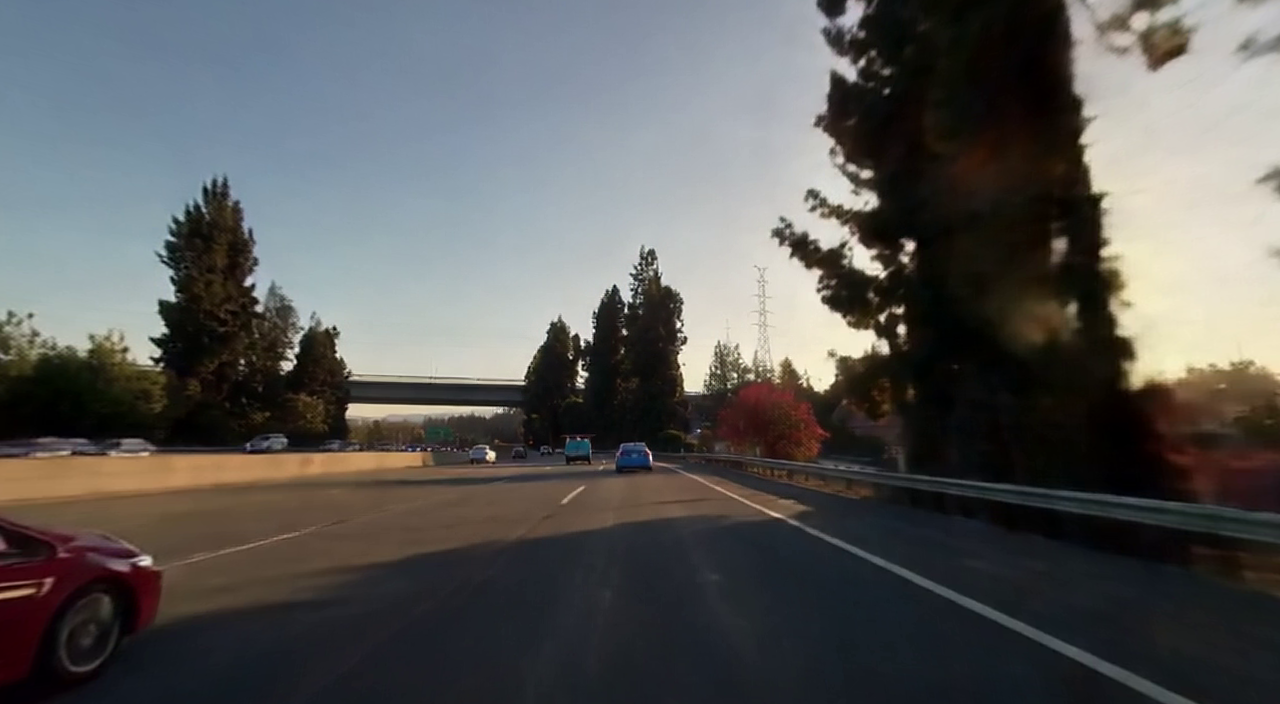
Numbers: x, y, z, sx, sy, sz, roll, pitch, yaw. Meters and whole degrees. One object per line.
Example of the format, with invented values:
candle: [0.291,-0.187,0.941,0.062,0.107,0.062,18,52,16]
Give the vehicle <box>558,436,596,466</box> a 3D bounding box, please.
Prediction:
vehicle: [-3.965,6.313,40.175,2.174,1.806,3.932,1,-9,-3]

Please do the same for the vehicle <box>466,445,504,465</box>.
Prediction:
vehicle: [-11.780,7.861,47.964,1.844,1.446,4.395,0,-9,-2]

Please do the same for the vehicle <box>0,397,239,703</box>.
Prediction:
vehicle: [-3.746,0.832,1.862,2.035,1.514,4.600,0,-9,0]

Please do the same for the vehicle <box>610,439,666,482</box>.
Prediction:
vehicle: [-0.121,4.071,23.817,1.954,1.460,3.983,0,-9,-1]
